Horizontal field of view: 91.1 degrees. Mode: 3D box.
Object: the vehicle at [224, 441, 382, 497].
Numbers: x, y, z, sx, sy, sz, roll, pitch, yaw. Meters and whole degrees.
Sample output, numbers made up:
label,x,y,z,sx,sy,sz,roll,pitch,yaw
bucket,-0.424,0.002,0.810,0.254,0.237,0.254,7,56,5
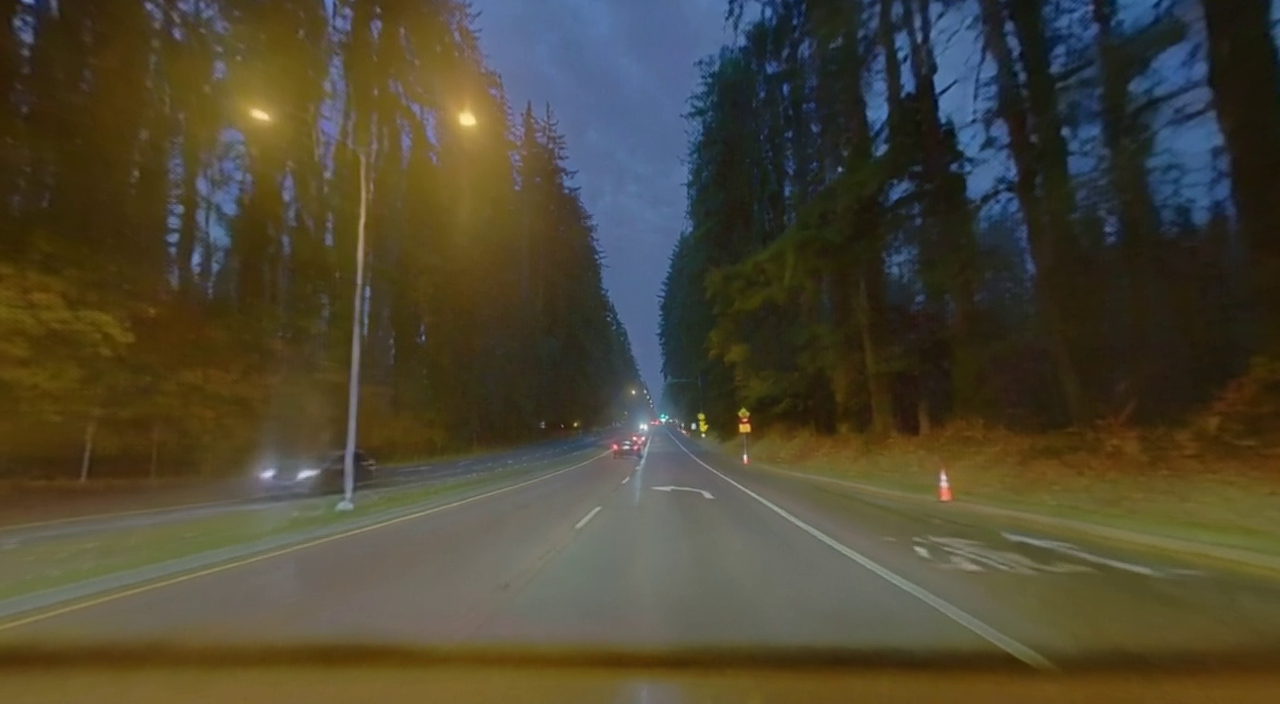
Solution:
label,x,y,z,sx,sy,sz,roll,pitch,yaw
vehicle,-9.900,3.452,18.990,1.953,1.471,4.670,-1,-8,4
